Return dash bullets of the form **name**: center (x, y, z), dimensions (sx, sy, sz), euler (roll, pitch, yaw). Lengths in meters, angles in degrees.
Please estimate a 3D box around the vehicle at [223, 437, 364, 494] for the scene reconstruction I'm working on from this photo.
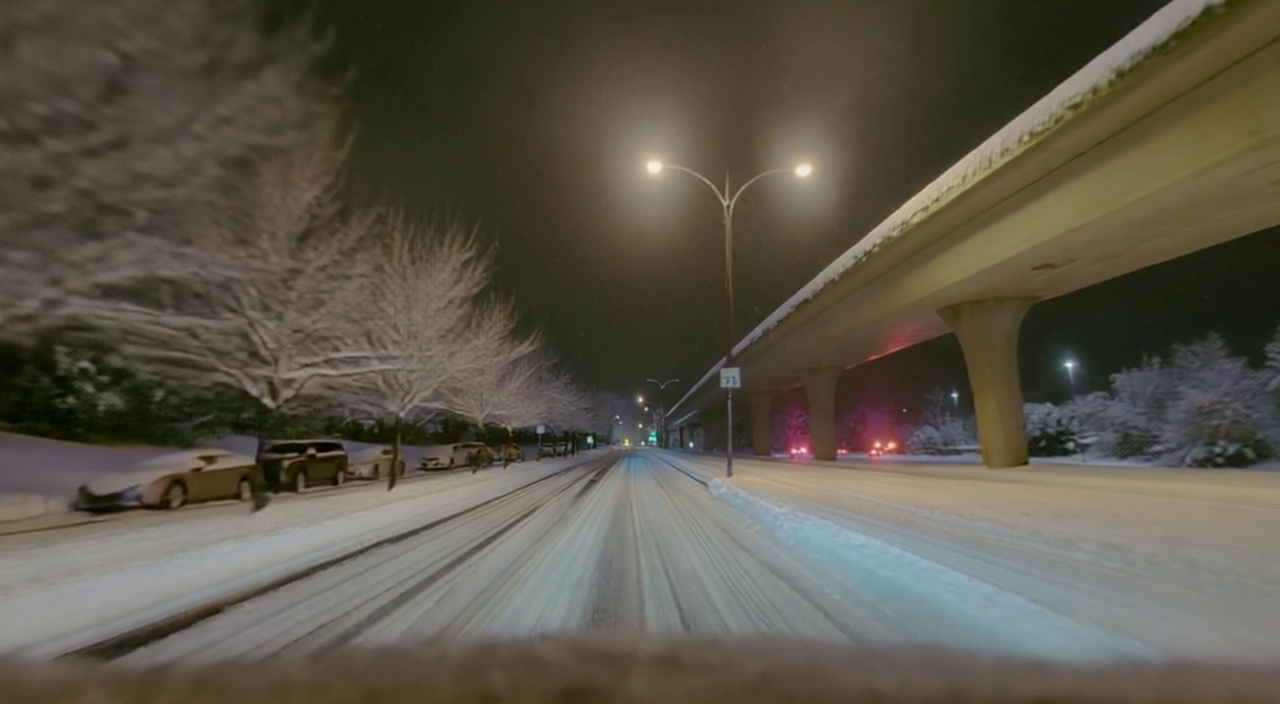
- **vehicle**: center (-13.026, 4.270, 24.300), dimensions (2.064, 1.809, 5.545), euler (2, -8, 2)

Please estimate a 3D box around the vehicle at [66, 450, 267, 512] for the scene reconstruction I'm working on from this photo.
- **vehicle**: center (-13.367, 3.617, 18.361), dimensions (2.156, 1.489, 4.758), euler (-1, -8, 0)

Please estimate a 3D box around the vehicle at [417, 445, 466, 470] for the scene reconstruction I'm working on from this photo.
- **vehicle**: center (-13.162, 6.997, 42.265), dimensions (1.907, 1.553, 4.683), euler (0, -8, -2)

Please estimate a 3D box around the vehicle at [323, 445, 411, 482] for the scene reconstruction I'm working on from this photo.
- **vehicle**: center (-13.040, 5.334, 30.575), dimensions (2.074, 1.529, 5.079), euler (1, -8, -1)
